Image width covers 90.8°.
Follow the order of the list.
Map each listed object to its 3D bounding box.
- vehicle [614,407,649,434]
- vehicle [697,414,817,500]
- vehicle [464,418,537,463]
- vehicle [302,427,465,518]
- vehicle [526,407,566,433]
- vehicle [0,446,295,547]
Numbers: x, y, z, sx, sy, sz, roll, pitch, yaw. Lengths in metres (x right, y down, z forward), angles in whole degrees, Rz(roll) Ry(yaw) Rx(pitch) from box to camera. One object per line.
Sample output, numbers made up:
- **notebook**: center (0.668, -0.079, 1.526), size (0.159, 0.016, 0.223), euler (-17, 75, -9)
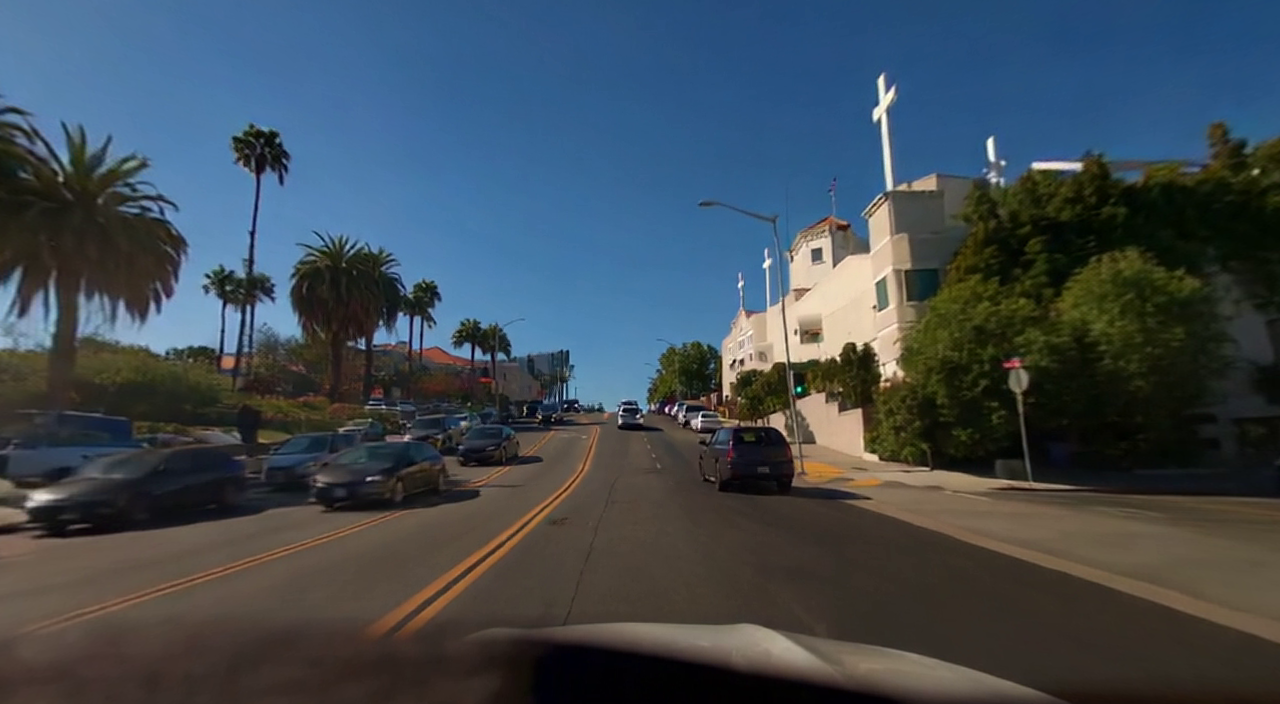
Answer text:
- **vehicle**: center (-0.591, 4.606, 41.913), size (2.196, 1.655, 3.939), euler (0, -8, -2)
- **vehicle**: center (2.782, 2.629, 16.170), size (1.995, 1.858, 4.333), euler (0, -8, -3)
- **vehicle**: center (-6.177, 3.998, 28.667), size (2.295, 1.837, 4.680), euler (-1, -8, 0)
- **vehicle**: center (-6.025, 2.850, 15.639), size (2.138, 1.858, 4.788), euler (0, -8, -1)
- **vehicle**: center (-6.714, 4.934, 45.542), size (2.171, 1.676, 4.523), euler (-1, -8, 0)
- **vehicle**: center (-9.031, 2.438, 11.691), size (2.118, 1.333, 5.950), euler (0, -8, -2)
